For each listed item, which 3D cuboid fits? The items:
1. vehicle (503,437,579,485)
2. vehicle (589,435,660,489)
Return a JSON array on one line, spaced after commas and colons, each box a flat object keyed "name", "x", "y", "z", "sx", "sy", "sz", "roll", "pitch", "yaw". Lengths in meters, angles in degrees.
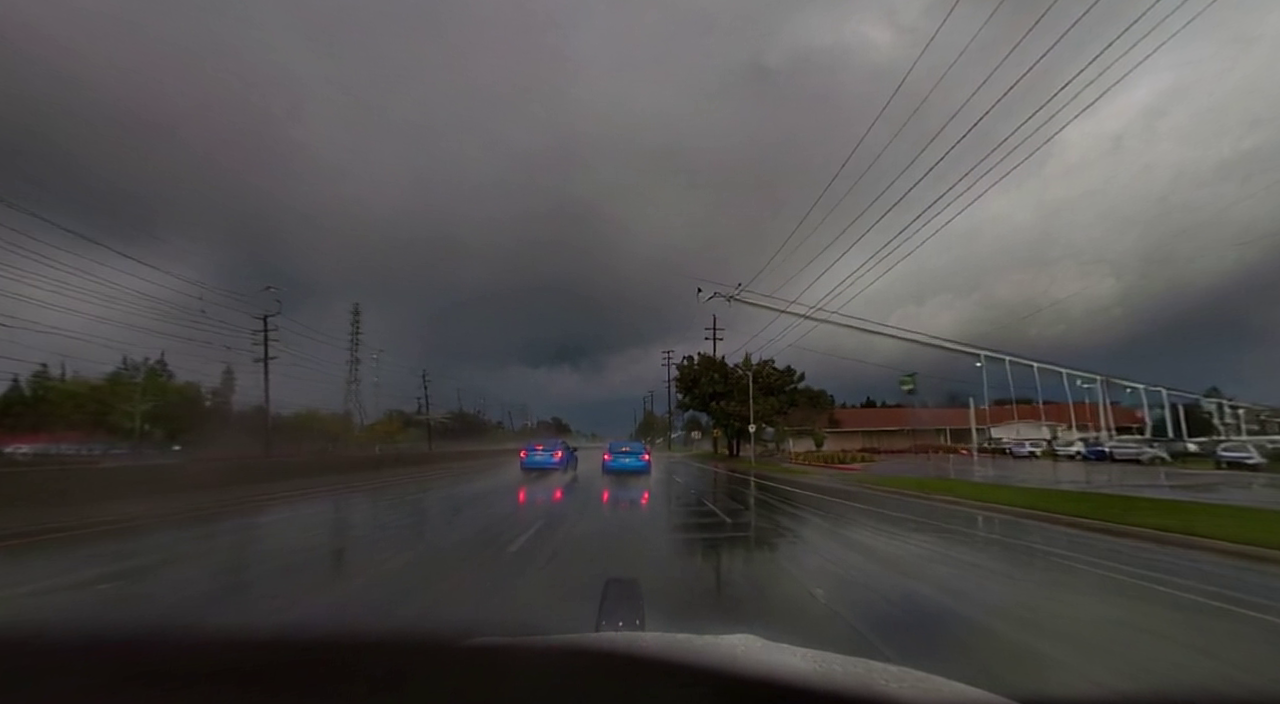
[{"name": "vehicle", "x": -3.565, "y": 4.055, "z": 23.793, "sx": 1.985, "sy": 1.607, "sz": 4.892, "roll": 0, "pitch": -8, "yaw": 1}, {"name": "vehicle", "x": -0.490, "y": 3.734, "z": 21.674, "sx": 2.189, "sy": 1.652, "sz": 4.135, "roll": 0, "pitch": -9, "yaw": 0}]
